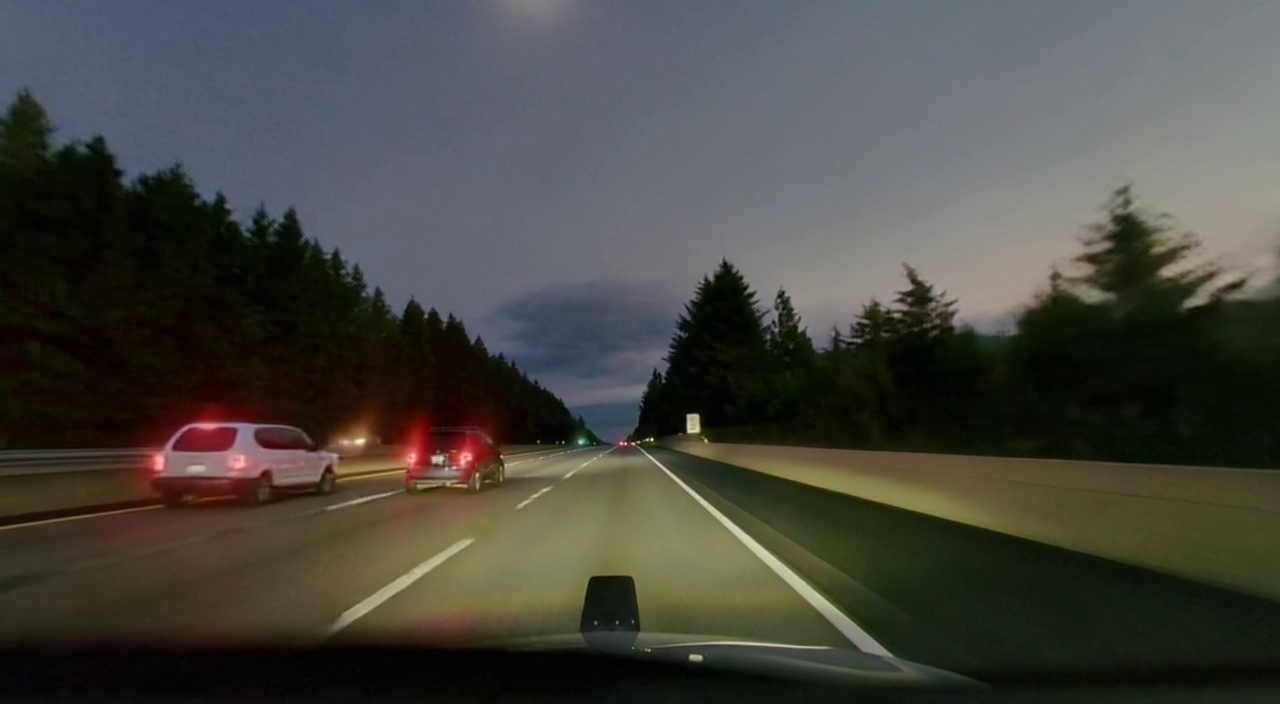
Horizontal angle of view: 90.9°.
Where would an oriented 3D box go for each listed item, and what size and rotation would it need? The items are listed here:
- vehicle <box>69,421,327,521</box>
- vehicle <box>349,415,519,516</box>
[{"bbox_3d":[-7.946,2.137,11.915,2.000,1.552,3.946,0,-8,0],"label":"vehicle"},{"bbox_3d":[-3.814,2.153,12.543,2.034,1.675,4.080,0,-8,-1],"label":"vehicle"}]
